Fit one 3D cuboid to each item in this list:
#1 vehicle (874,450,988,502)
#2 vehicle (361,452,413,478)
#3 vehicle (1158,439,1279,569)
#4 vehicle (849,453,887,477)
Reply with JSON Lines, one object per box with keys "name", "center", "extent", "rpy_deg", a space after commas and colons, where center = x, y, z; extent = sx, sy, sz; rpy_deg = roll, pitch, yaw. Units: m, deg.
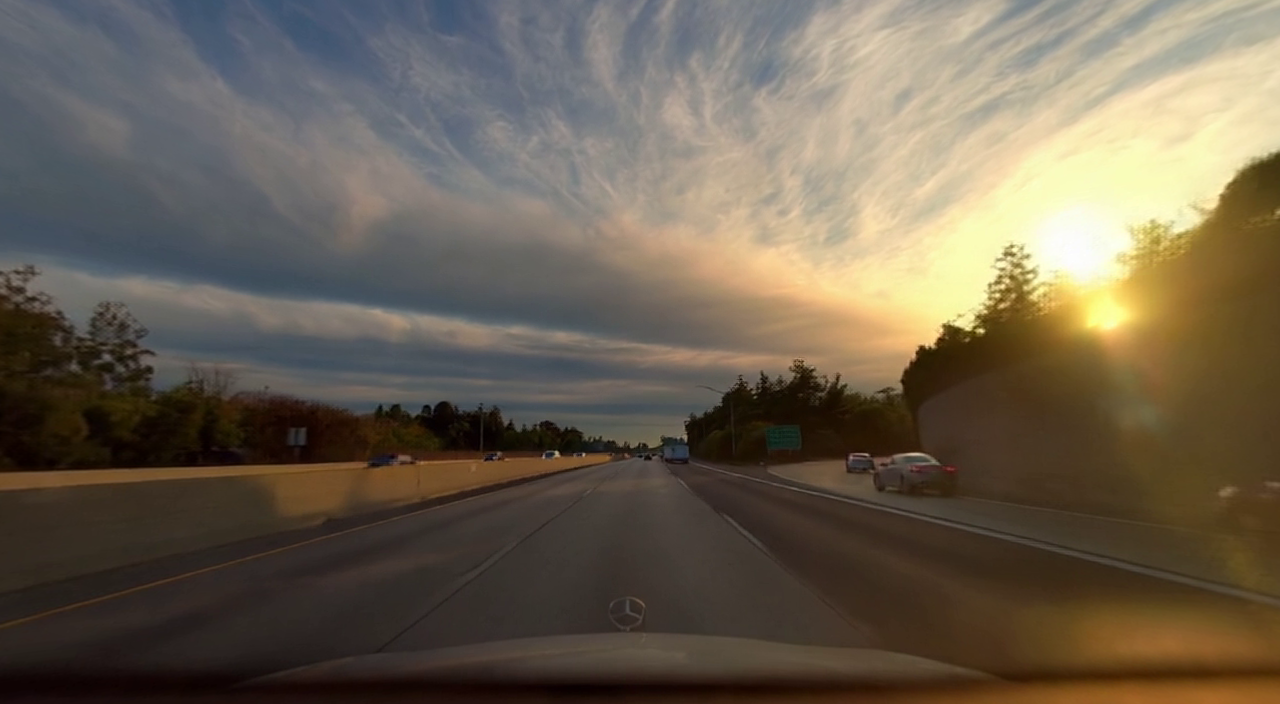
{"name": "vehicle", "center": [9.159, 3.903, 20.294], "extent": [1.842, 1.475, 4.479], "rpy_deg": [-1, -9, 5]}
{"name": "vehicle", "center": [-16.811, 7.513, 42.031], "extent": [1.852, 1.576, 3.972], "rpy_deg": [0, -9, 0]}
{"name": "vehicle", "center": [8.415, 1.677, 6.747], "extent": [1.907, 1.495, 4.517], "rpy_deg": [0, -9, 1]}
{"name": "vehicle", "center": [15.983, 7.832, 44.012], "extent": [2.008, 1.534, 3.912], "rpy_deg": [-4, -10, 26]}
